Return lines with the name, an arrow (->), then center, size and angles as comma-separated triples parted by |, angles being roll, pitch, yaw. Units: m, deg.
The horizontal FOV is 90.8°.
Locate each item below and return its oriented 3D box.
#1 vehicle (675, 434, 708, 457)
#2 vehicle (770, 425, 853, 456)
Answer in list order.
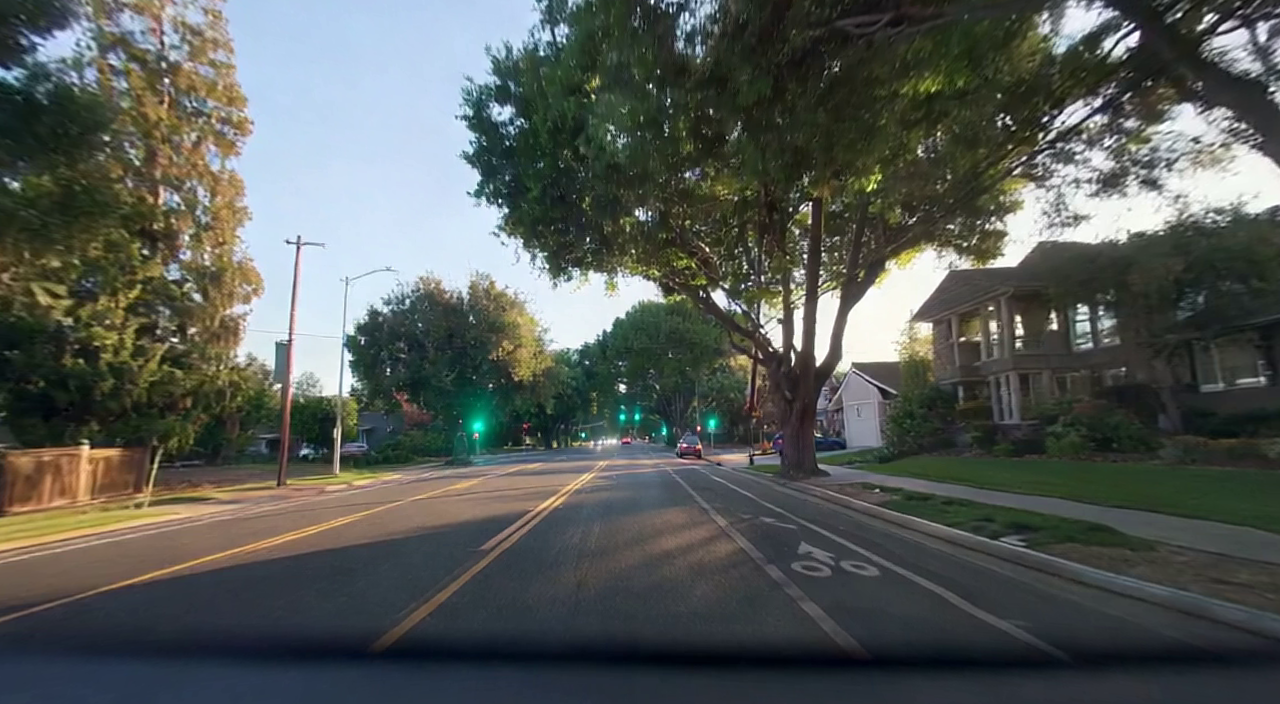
vehicle -> 3.787, 6.999, 47.327 | 1.900, 1.661, 4.346 | 0, -8, -2
vehicle -> 10.202, 5.280, 37.598 | 4.434, 1.730, 2.081 | -4, -8, 24
